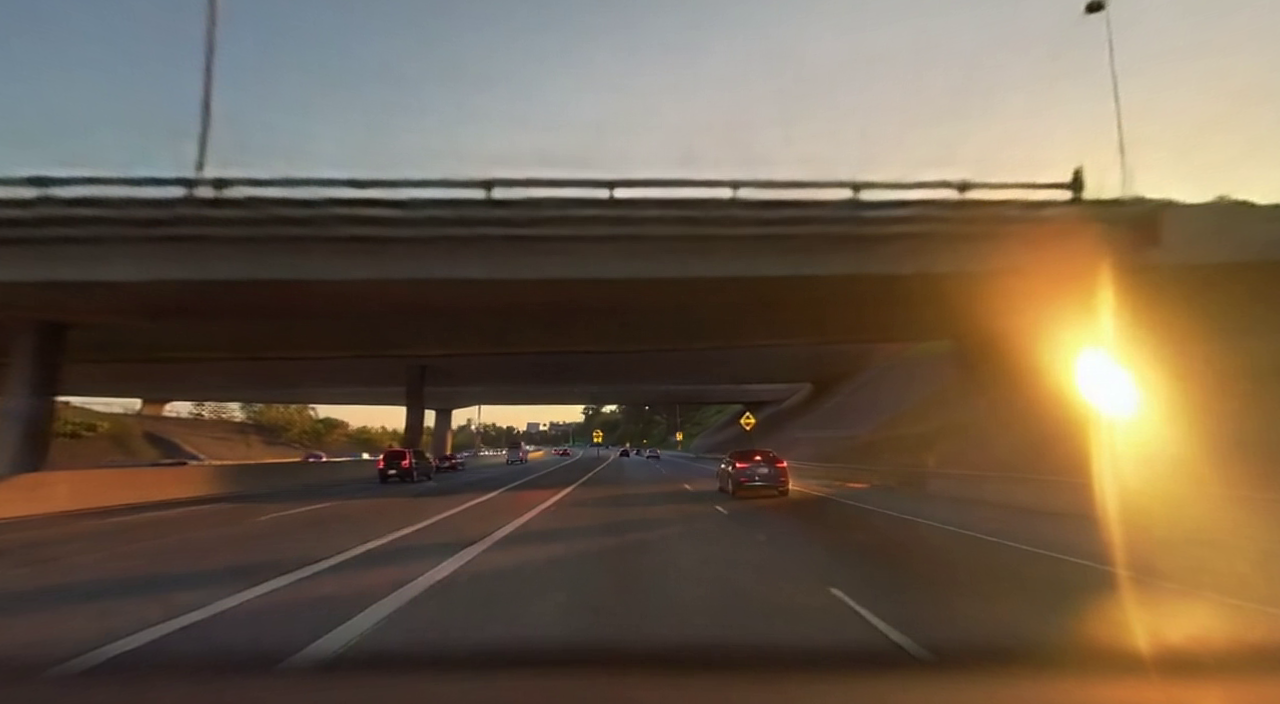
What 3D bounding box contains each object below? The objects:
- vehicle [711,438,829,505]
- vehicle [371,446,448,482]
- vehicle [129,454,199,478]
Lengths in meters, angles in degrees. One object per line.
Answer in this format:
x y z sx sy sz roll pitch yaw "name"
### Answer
3.258 3.106 16.748 2.079 1.535 4.316 0 -9 -2 "vehicle"
-10.818 5.297 30.007 2.072 1.545 4.687 1 -9 -3 "vehicle"
-34.853 8.331 46.231 1.865 1.601 4.387 1 -9 -3 "vehicle"
